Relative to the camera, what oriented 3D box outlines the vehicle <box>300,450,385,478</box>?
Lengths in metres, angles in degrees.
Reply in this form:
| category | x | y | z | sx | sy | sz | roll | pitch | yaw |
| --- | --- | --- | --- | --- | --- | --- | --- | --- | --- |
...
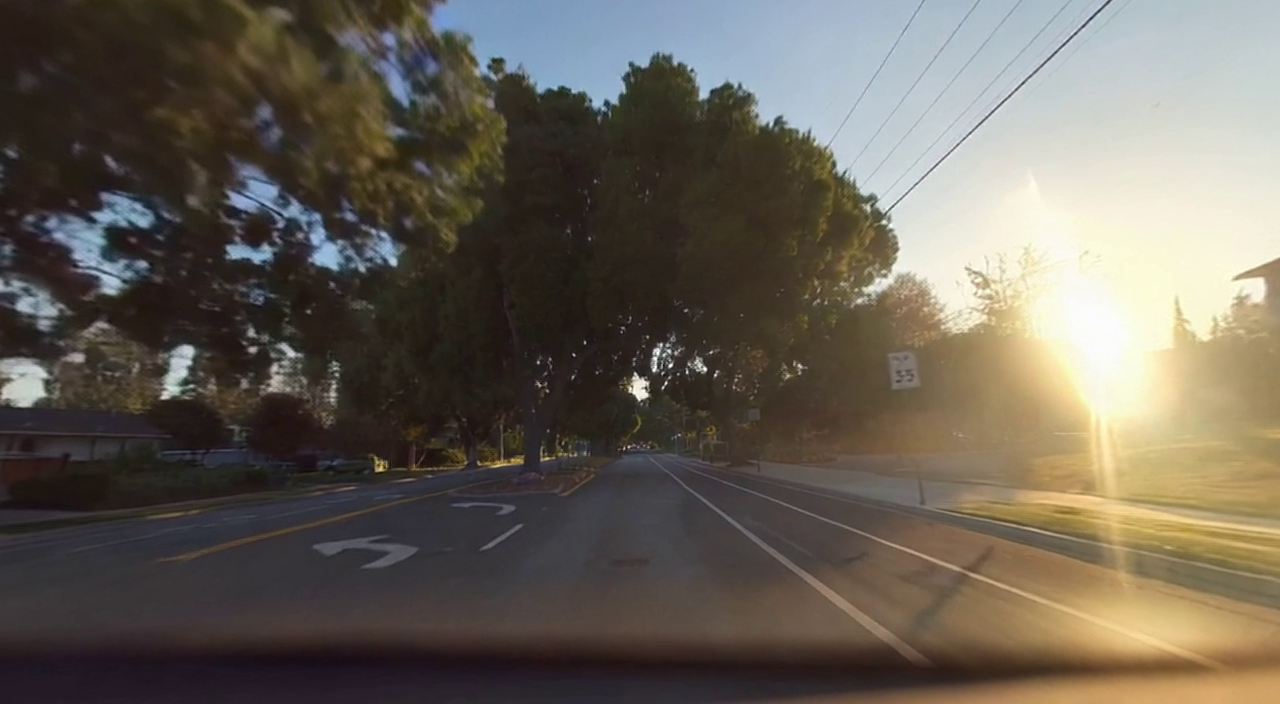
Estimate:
| category | x | y | z | sx | sy | sz | roll | pitch | yaw |
| --- | --- | --- | --- | --- | --- | --- | --- | --- | --- |
| vehicle | -20.830 | 7.843 | 44.392 | 4.849 | 1.899 | 2.063 | 1 | -9 | -5 |
